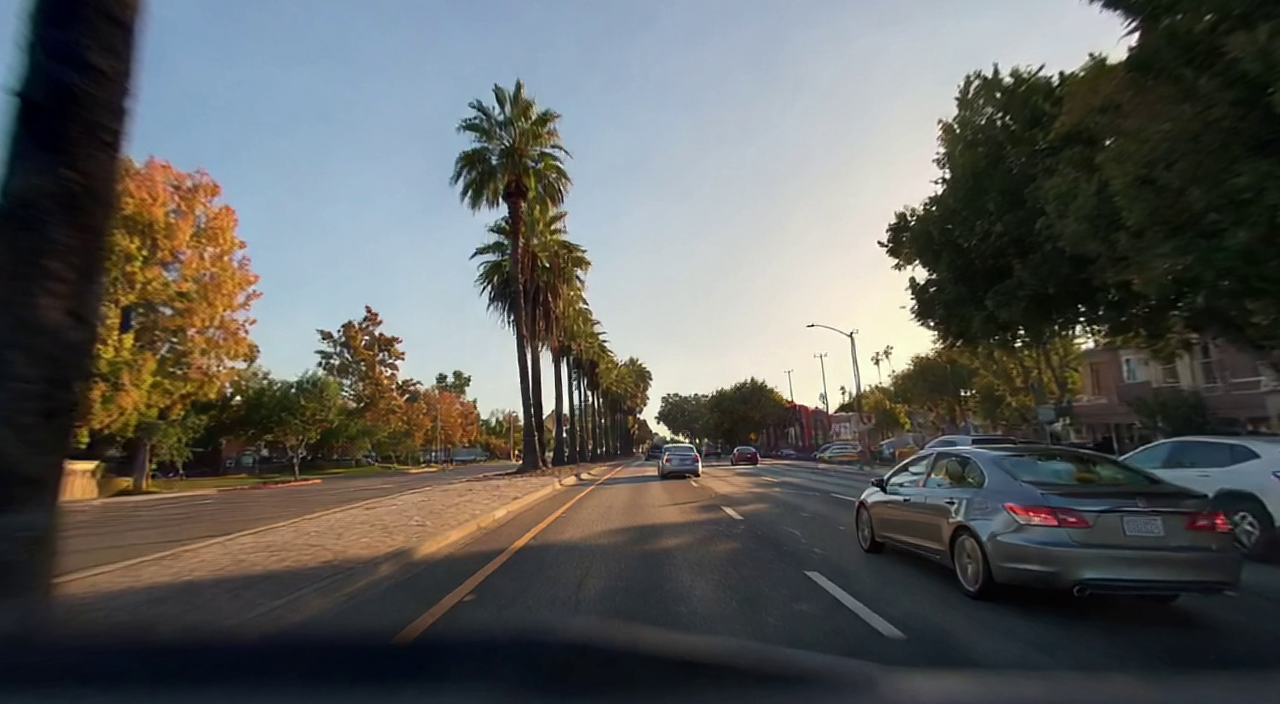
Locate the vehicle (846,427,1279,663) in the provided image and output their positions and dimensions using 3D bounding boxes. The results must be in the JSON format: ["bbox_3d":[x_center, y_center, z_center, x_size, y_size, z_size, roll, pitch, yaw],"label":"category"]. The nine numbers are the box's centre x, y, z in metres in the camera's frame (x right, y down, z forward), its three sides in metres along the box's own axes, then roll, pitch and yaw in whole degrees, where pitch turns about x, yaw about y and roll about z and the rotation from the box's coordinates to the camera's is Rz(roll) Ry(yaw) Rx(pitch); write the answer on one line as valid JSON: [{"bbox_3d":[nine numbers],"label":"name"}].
[{"bbox_3d":[3.760,1.541,6.254,1.875,1.452,4.453,0,-8,-1],"label":"vehicle"}]

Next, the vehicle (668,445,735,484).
[{"bbox_3d":[2.394,4.513,25.744,2.031,1.444,4.361,0,-8,-4],"label":"vehicle"}]
